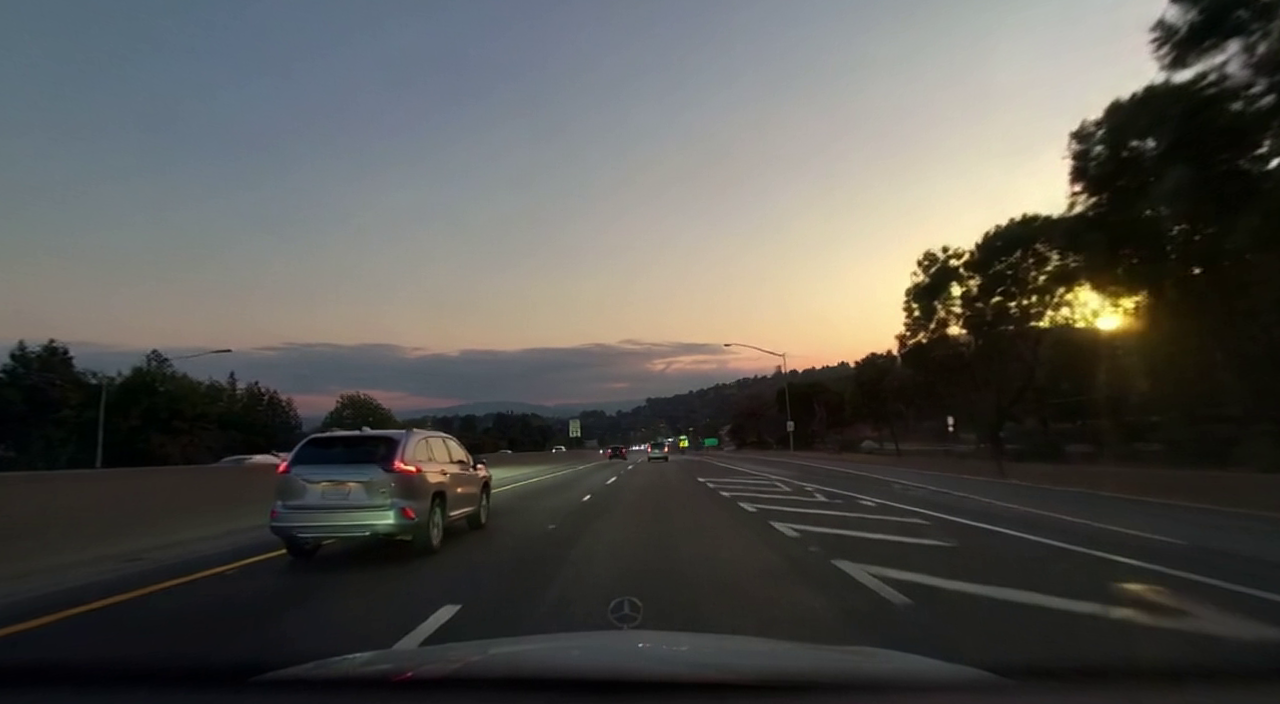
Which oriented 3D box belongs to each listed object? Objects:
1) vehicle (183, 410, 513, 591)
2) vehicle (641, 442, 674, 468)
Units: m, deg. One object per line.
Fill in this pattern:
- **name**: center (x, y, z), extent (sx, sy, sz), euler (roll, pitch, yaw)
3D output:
- **vehicle**: center (-3.245, 1.756, 8.330), extent (2.143, 1.693, 4.513), euler (-1, -9, 1)
- **vehicle**: center (1.150, 6.912, 42.599), extent (2.073, 1.621, 3.993), euler (-1, -9, 0)
